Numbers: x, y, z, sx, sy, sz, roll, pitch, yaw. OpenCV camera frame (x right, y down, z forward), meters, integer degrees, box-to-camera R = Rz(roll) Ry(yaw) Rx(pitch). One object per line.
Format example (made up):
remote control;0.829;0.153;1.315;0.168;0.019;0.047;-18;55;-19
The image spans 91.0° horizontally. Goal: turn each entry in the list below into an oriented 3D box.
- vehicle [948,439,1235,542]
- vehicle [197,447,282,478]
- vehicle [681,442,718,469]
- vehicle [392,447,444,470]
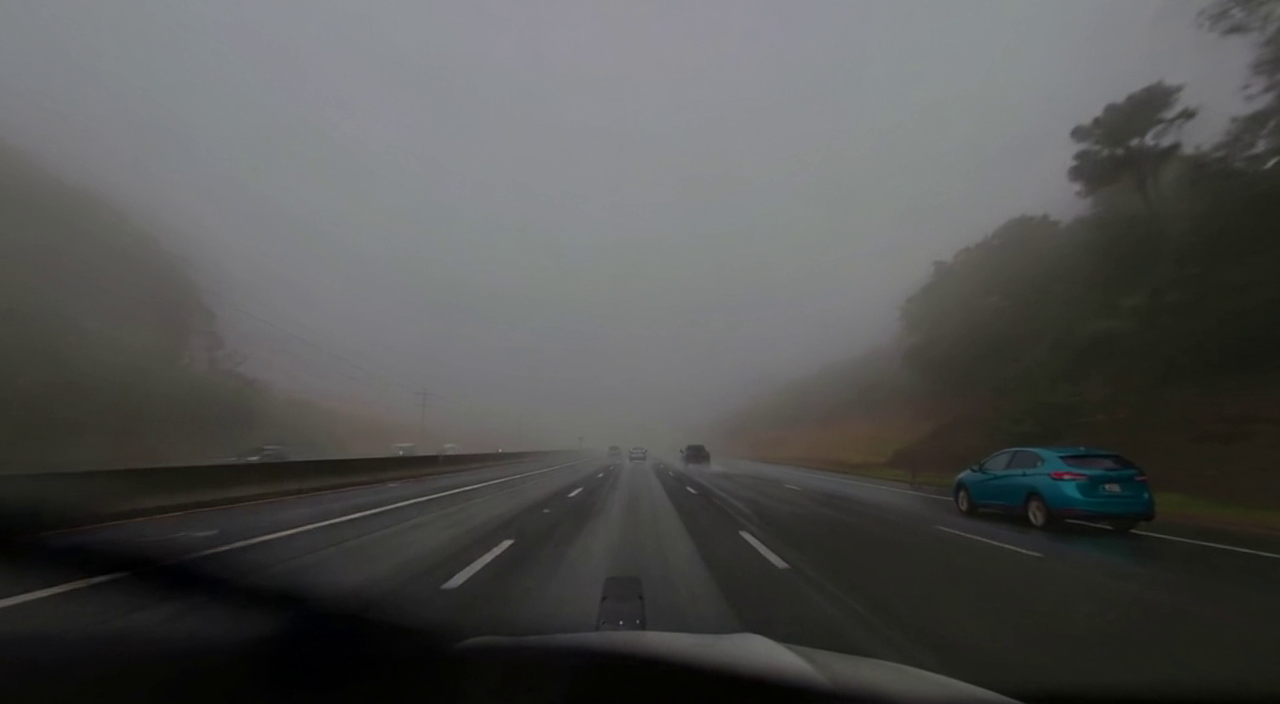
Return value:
vehicle;8.103;2.489;12.097;1.970;1.545;4.818;0;-8;0
vehicle;-23.520;6.464;37.191;1.962;1.642;4.490;0;-8;1
vehicle;4.108;7.209;44.137;2.159;1.782;4.673;0;-8;0
vehicle;-15.884;7.622;45.313;1.905;1.556;4.773;0;-9;2
